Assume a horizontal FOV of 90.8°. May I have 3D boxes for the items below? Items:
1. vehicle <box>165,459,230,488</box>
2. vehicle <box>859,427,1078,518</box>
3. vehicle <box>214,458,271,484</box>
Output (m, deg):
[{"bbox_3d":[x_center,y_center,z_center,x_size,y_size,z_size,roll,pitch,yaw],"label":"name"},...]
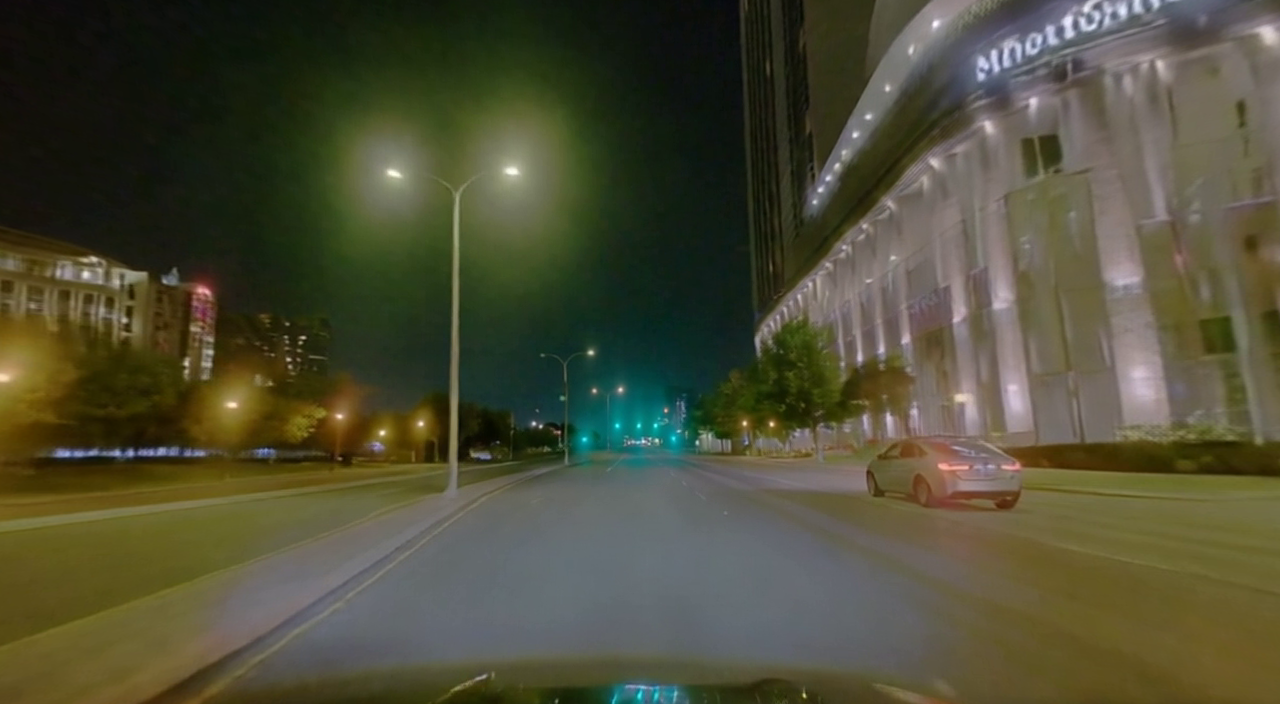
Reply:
[{"bbox_3d":[-27.620,7.533,39.377,4.967,1.587,2.096,-8,-11,41],"label":"vehicle"},{"bbox_3d":[6.377,2.392,13.081,1.913,1.504,4.738,0,-8,-1],"label":"vehicle"},{"bbox_3d":[-27.278,8.079,43.235,5.281,1.586,1.979,-8,-12,43],"label":"vehicle"}]
